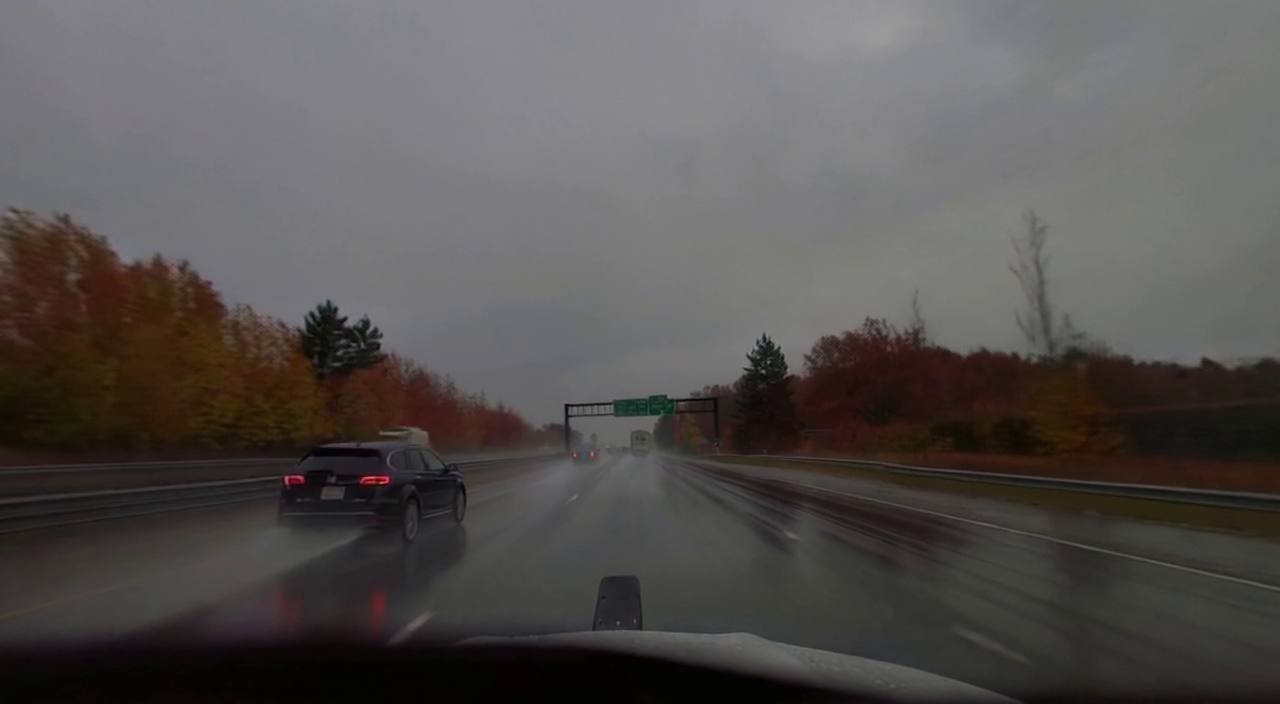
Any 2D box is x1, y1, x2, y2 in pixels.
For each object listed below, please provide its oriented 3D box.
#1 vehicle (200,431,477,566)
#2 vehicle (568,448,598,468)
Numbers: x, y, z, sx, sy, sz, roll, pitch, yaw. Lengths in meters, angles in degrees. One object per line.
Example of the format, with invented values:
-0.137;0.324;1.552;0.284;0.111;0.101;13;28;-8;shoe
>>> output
-4.004;2.005;9.293;2.071;1.525;4.058;0;-9;0;vehicle
-4.384;8.140;48.396;1.963;1.475;3.665;0;-9;0;vehicle
